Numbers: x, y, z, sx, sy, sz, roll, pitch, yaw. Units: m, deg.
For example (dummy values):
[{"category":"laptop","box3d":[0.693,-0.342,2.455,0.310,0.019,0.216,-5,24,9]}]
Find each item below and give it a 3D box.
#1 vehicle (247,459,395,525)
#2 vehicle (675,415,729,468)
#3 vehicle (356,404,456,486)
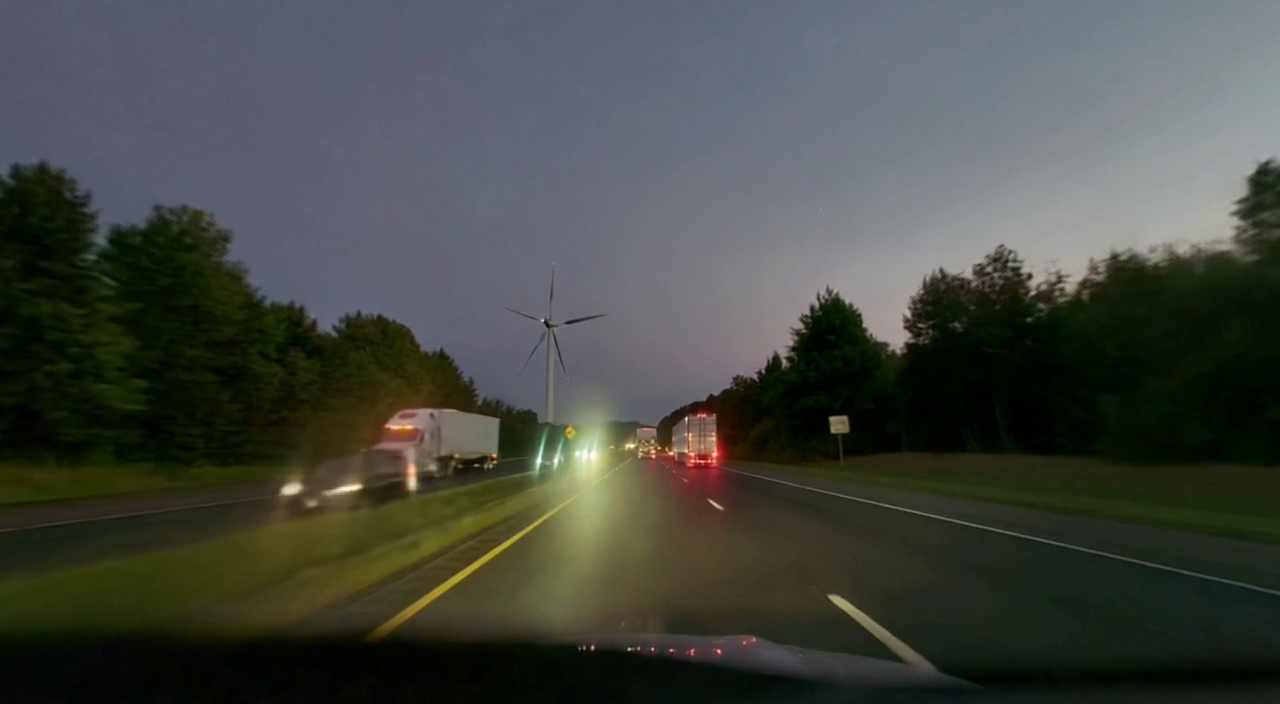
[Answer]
[{"category":"vehicle","box3d":[-8.044,3.523,16.354,1.843,1.456,3.733,0,-9,0]},{"category":"vehicle","box3d":[4.427,6.802,47.336,2.903,3.602,9.351,0,-9,-1]},{"category":"vehicle","box3d":[-12.405,5.064,34.085,2.954,4.010,5.914,-1,-9,1]}]
